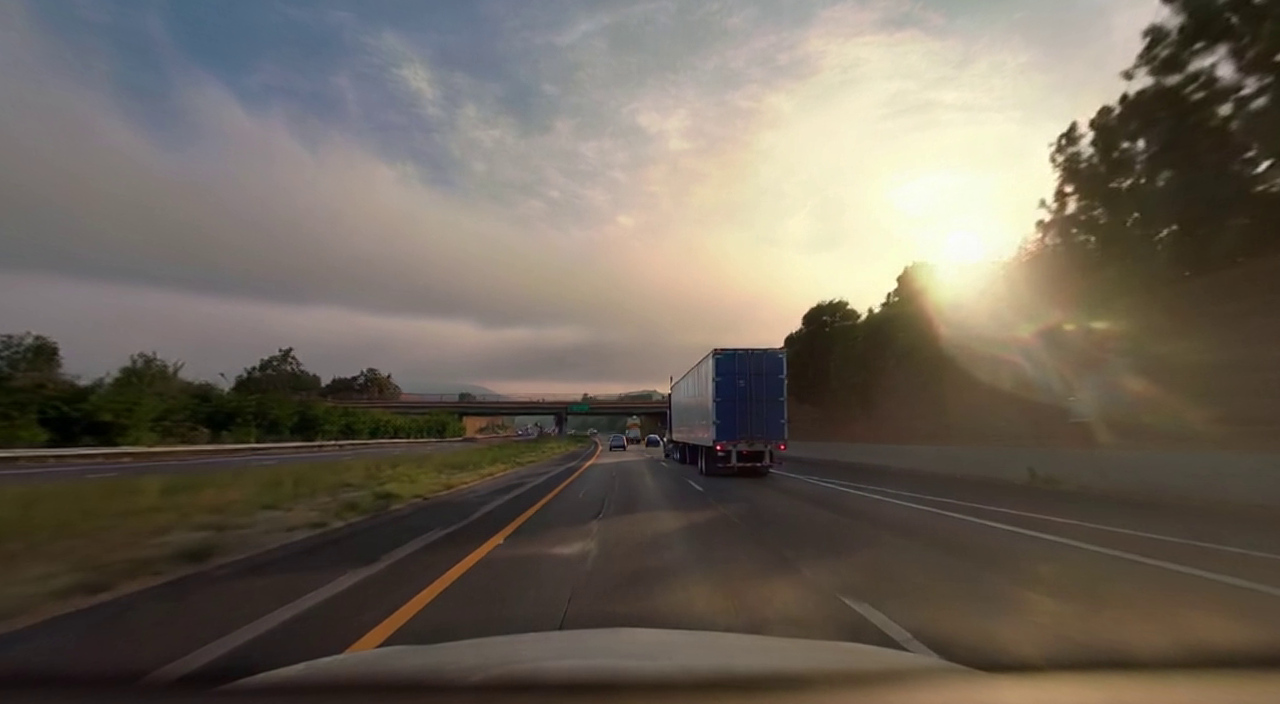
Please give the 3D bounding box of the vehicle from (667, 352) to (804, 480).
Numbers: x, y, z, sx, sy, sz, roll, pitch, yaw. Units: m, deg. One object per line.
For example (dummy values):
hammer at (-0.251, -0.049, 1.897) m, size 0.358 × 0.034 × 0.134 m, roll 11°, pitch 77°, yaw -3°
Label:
vehicle at (3.303, 2.914, 26.994) m, size 2.965 × 4.033 × 14.299 m, roll 0°, pitch -7°, yaw -3°
